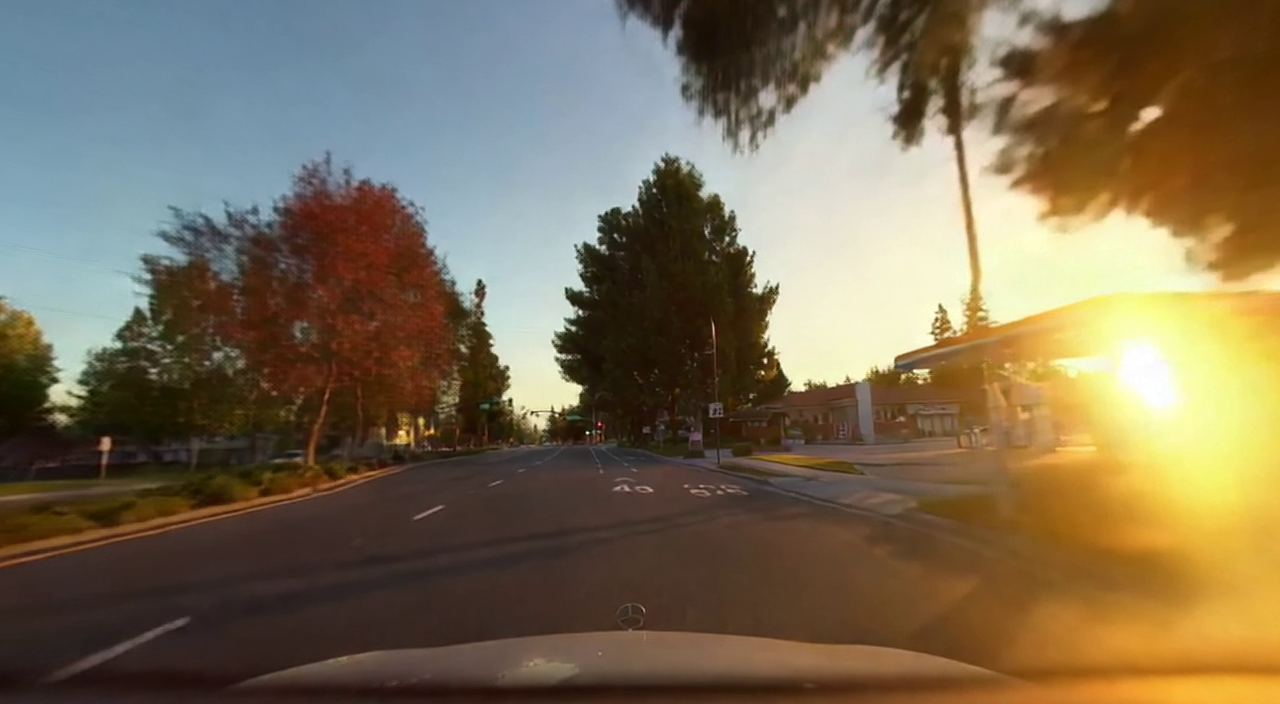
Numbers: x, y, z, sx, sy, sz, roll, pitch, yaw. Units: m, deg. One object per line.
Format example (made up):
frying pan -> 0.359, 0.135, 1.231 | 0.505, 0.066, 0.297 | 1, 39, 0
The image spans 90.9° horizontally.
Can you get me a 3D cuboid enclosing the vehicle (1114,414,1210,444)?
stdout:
vehicle -> 32.958, 4.894, 39.924 | 4.323, 1.447, 1.710 | -10, -7, 31
